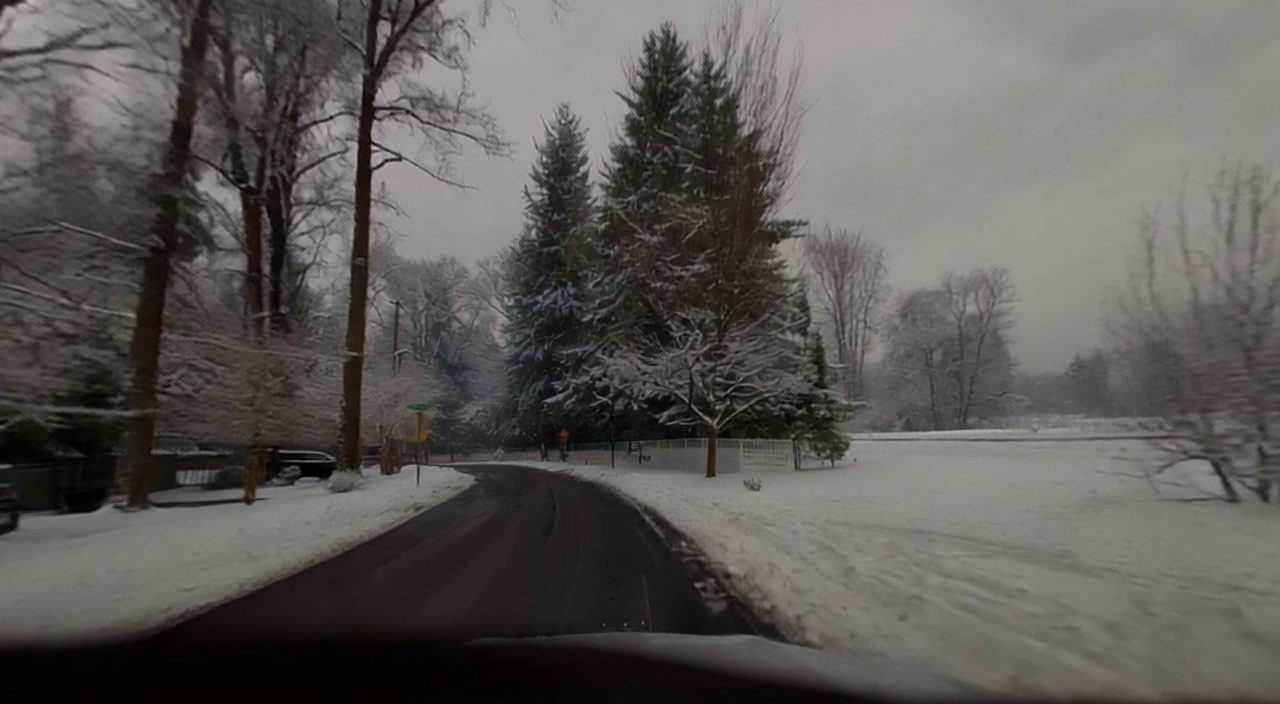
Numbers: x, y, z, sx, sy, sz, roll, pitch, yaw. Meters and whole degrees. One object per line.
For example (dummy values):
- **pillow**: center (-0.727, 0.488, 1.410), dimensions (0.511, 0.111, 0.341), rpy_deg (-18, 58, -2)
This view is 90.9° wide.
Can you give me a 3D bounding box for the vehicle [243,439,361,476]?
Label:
- **vehicle**: center (-15.942, 4.999, 29.983), dimensions (4.471, 1.638, 1.877), rpy_deg (2, -8, -11)
